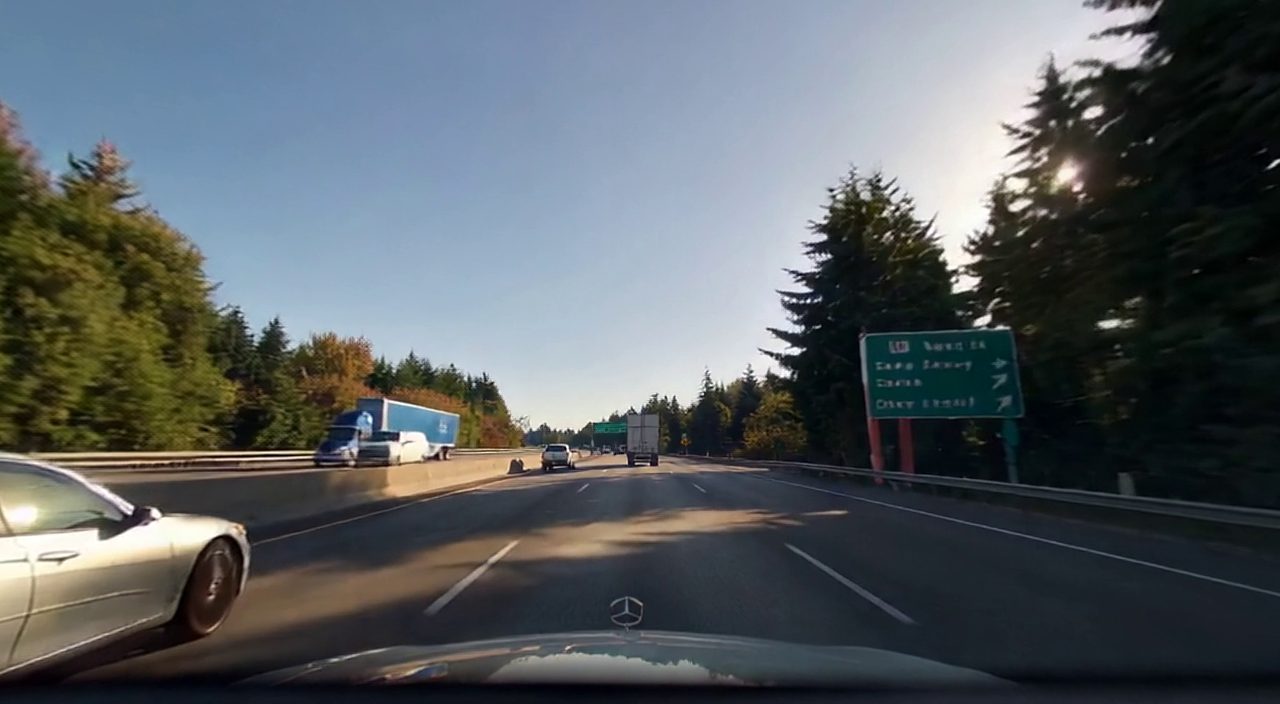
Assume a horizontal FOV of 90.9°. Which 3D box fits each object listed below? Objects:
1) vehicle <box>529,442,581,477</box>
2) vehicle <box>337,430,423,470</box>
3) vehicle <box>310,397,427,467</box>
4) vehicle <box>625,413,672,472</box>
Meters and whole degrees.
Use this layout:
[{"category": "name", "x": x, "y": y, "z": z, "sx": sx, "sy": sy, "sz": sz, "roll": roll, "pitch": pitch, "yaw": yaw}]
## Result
[{"category": "vehicle", "x": -4.265, "y": 5.451, "z": 32.079, "sx": 2.079, "sy": 1.656, "sz": 3.965, "roll": 0, "pitch": -9, "yaw": 0}, {"category": "vehicle", "x": -13.268, "y": 5.069, "z": 32.617, "sx": 2.234, "sy": 1.894, "sz": 5.228, "roll": 0, "pitch": -9, "yaw": 0}, {"category": "vehicle", "x": -17.106, "y": 5.324, "z": 40.806, "sx": 2.929, "sy": 3.987, "sz": 10.111, "roll": 0, "pitch": -9, "yaw": 0}, {"category": "vehicle", "x": 0.424, "y": 6.296, "z": 43.660, "sx": 2.893, "sy": 3.628, "sz": 9.081, "roll": 0, "pitch": -9, "yaw": -1}]
